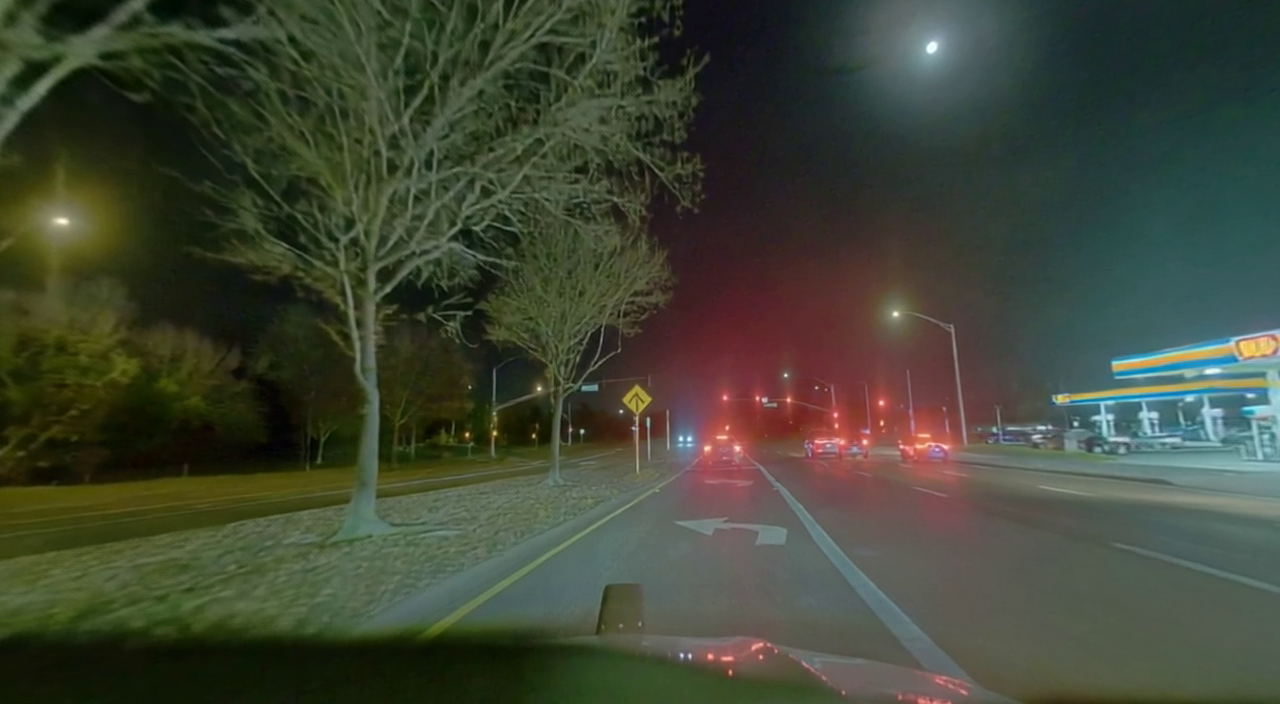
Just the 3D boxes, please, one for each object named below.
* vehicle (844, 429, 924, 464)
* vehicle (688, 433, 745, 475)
[{"bbox_3d":[12.785,5.025,33.399,1.991,1.695,4.357,1,-9,-8],"label":"vehicle"},{"bbox_3d":[3.000,3.951,24.593,2.032,1.461,4.173,-1,-9,7],"label":"vehicle"}]
